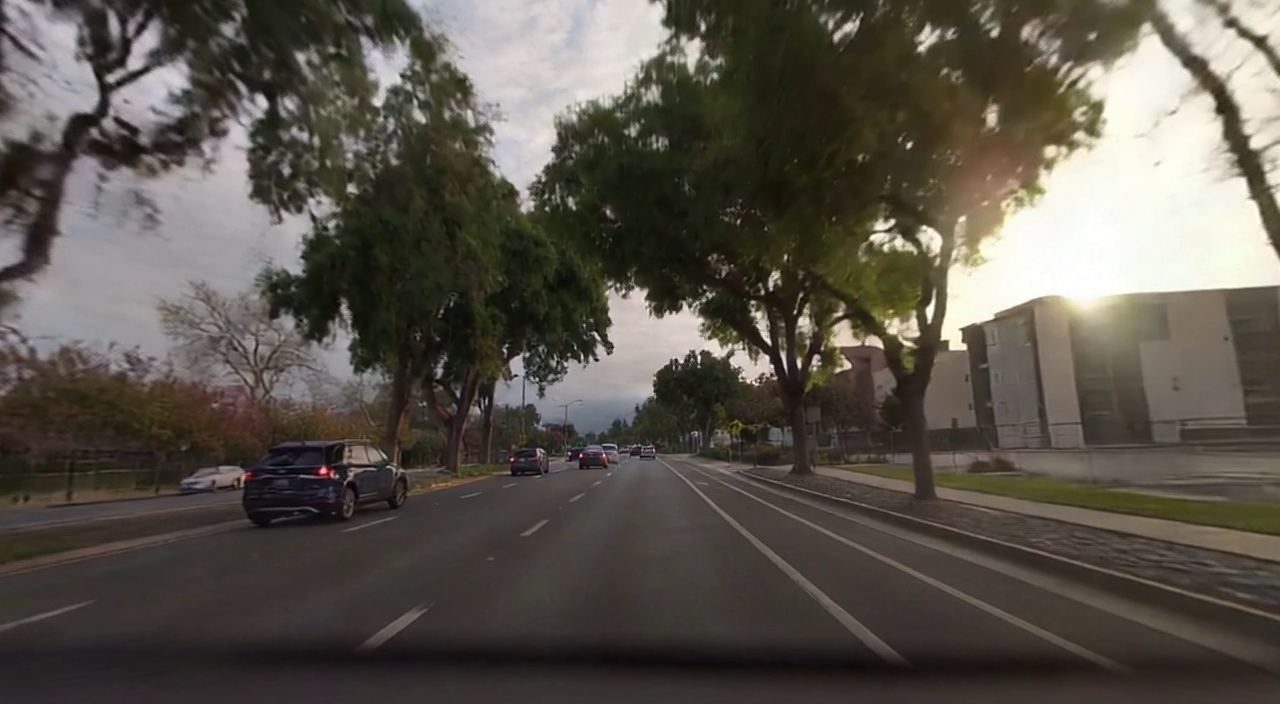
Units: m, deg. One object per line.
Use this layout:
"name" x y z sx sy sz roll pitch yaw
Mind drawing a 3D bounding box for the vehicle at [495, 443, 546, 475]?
"vehicle" -6.689 6.035 35.753 1.985 1.708 4.310 0 -9 0

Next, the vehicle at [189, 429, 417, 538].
"vehicle" -6.310 2.491 12.571 2.123 1.761 4.322 0 -9 0
